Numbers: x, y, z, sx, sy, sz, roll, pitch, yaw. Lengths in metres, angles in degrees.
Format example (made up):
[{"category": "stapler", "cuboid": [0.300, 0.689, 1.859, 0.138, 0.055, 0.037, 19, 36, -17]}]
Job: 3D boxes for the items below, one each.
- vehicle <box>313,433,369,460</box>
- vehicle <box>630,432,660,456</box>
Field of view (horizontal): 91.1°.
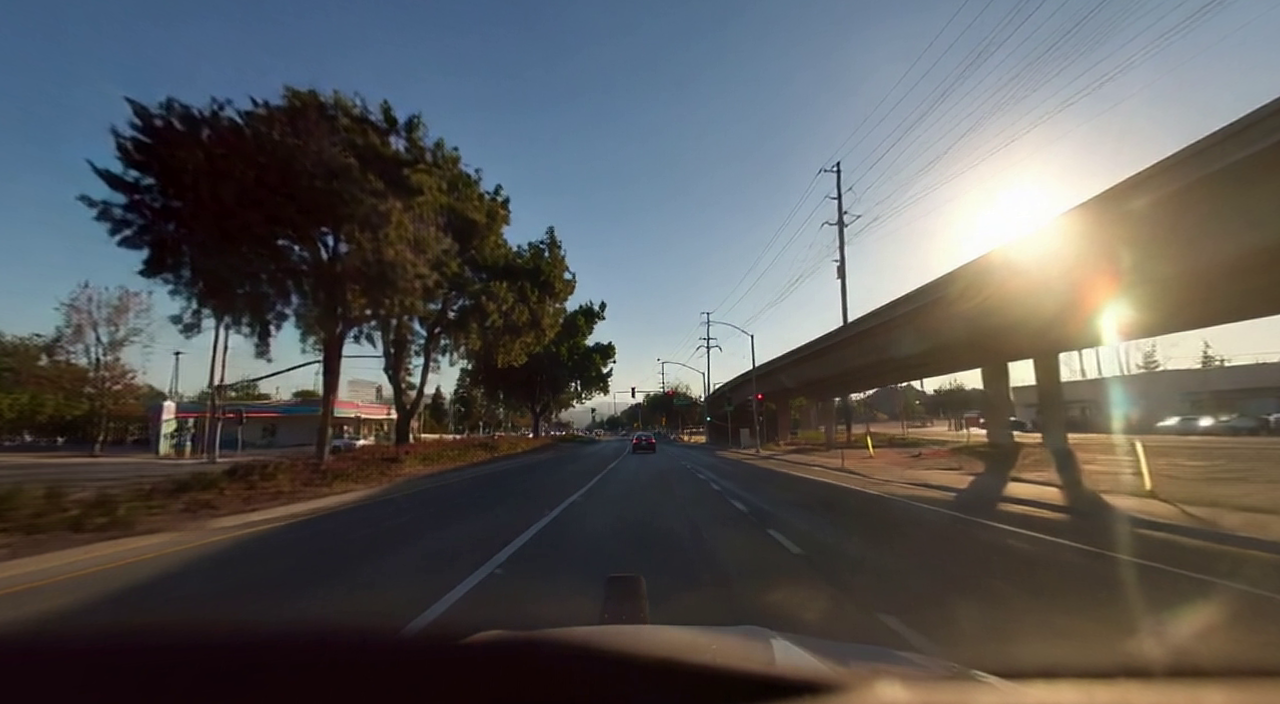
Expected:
[{"category": "vehicle", "cuboid": [-23.287, 7.386, 49.089, 2.026, 1.965, 4.674, 0, -8, -1]}, {"category": "vehicle", "cuboid": [0.355, 6.537, 44.732, 2.074, 1.631, 3.793, 0, -9, 0]}]
